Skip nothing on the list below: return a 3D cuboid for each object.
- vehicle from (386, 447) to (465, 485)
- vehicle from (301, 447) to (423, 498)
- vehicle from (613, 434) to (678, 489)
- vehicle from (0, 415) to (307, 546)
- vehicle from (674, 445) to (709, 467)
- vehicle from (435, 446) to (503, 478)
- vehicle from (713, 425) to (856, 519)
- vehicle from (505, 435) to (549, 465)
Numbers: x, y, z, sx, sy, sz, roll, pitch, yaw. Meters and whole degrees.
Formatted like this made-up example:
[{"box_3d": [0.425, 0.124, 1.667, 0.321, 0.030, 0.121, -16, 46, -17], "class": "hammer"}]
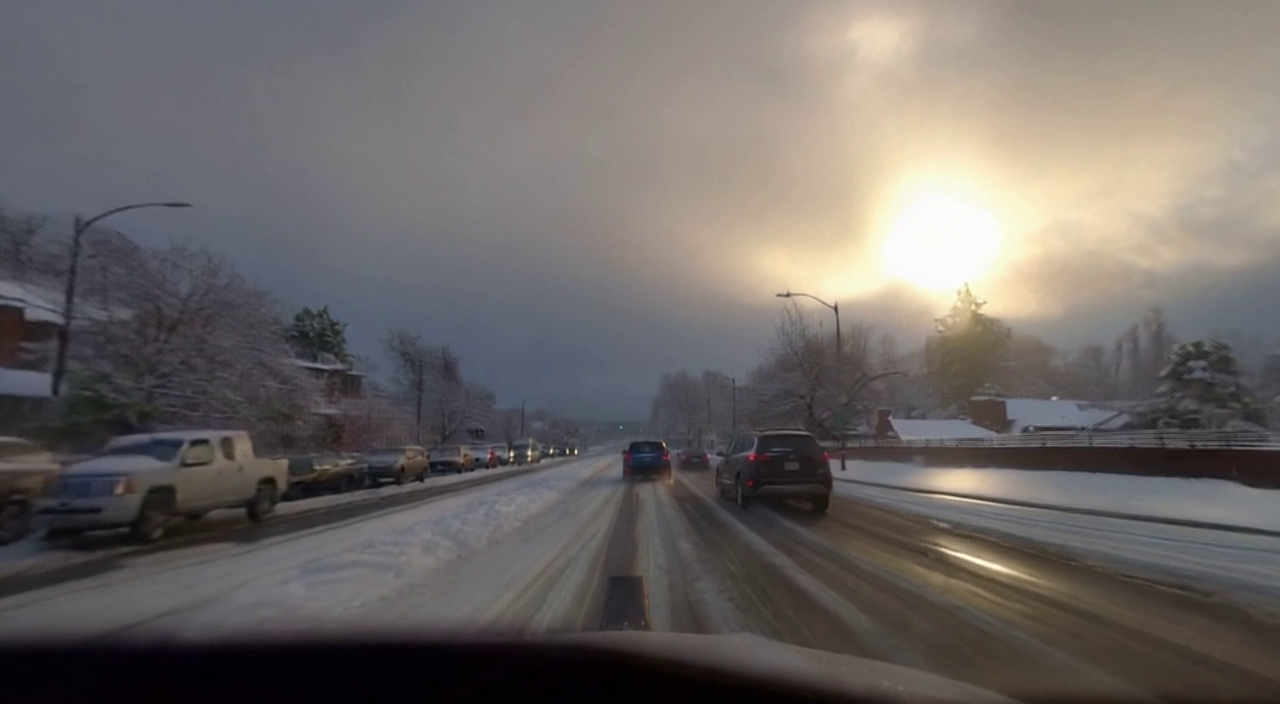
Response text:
[{"box_3d": [-8.742, 4.672, 26.097, 1.786, 1.422, 4.021, 0, -8, 1], "class": "vehicle"}, {"box_3d": [-8.885, 3.855, 20.627, 1.923, 1.433, 4.450, 0, -8, 1], "class": "vehicle"}, {"box_3d": [0.181, 3.983, 23.255, 2.185, 1.822, 4.391, 0, -8, 0], "class": "vehicle"}, {"box_3d": [-8.794, 2.296, 11.984, 2.182, 1.939, 4.889, 0, -8, 0], "class": "vehicle"}, {"box_3d": [3.602, 7.359, 44.841, 2.096, 1.489, 4.757, 0, -8, 0], "class": "vehicle"}, {"box_3d": [-8.709, 5.609, 32.603, 2.140, 1.510, 5.005, 0, -8, 0], "class": "vehicle"}, {"box_3d": [3.063, 2.651, 14.474, 2.166, 1.799, 4.372, 0, -8, -1], "class": "vehicle"}, {"box_3d": [-8.660, 7.591, 48.987, 2.037, 2.113, 7.185, 0, -8, 1], "class": "vehicle"}]
